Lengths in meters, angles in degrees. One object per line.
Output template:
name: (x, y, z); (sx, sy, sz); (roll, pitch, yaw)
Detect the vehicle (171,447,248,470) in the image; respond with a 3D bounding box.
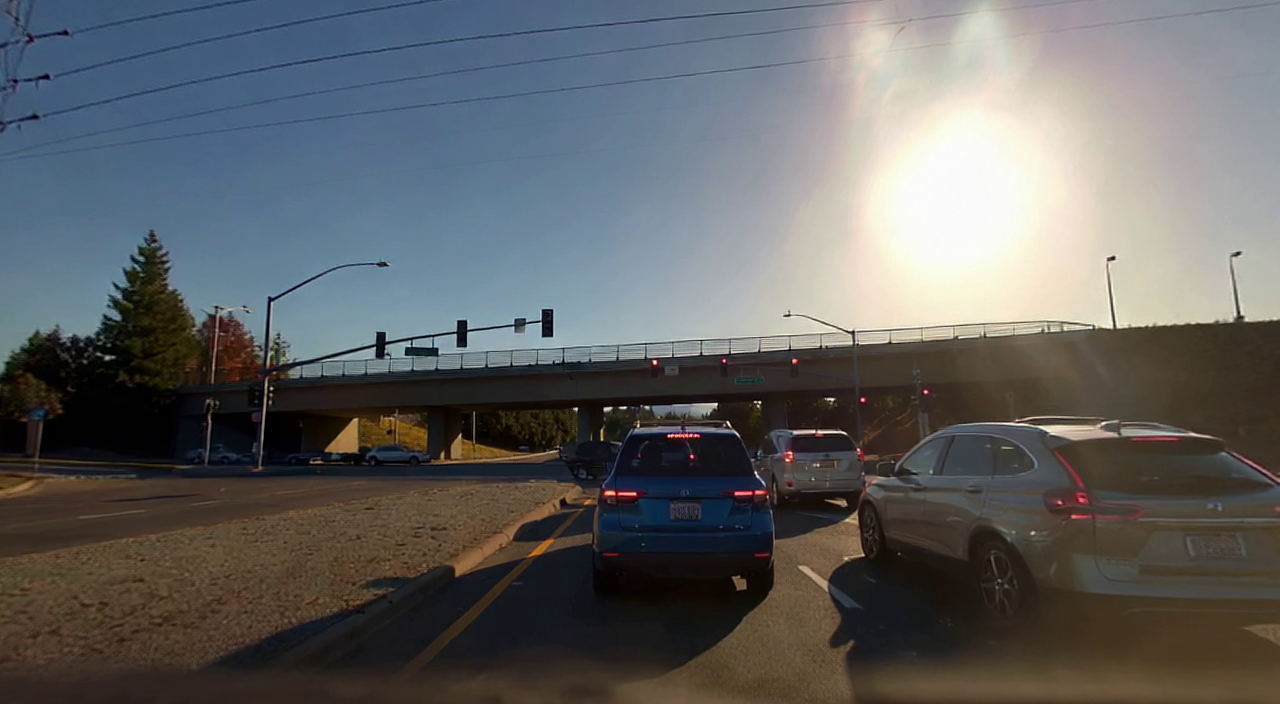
vehicle: (-29.626, 7.311, 43.462); (4.411, 1.466, 1.998); (-3, -9, 19)

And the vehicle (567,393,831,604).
vehicle: (0.445, 1.562, 7.615); (2.240, 1.778, 4.335); (0, -8, -2)

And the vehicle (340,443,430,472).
vehicle: (-15.727, 6.491, 39.092); (4.673, 1.740, 2.174); (-2, -9, 13)

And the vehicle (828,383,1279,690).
vehicle: (3.415, 1.336, 5.789); (1.990, 1.649, 4.625); (0, -8, 1)
